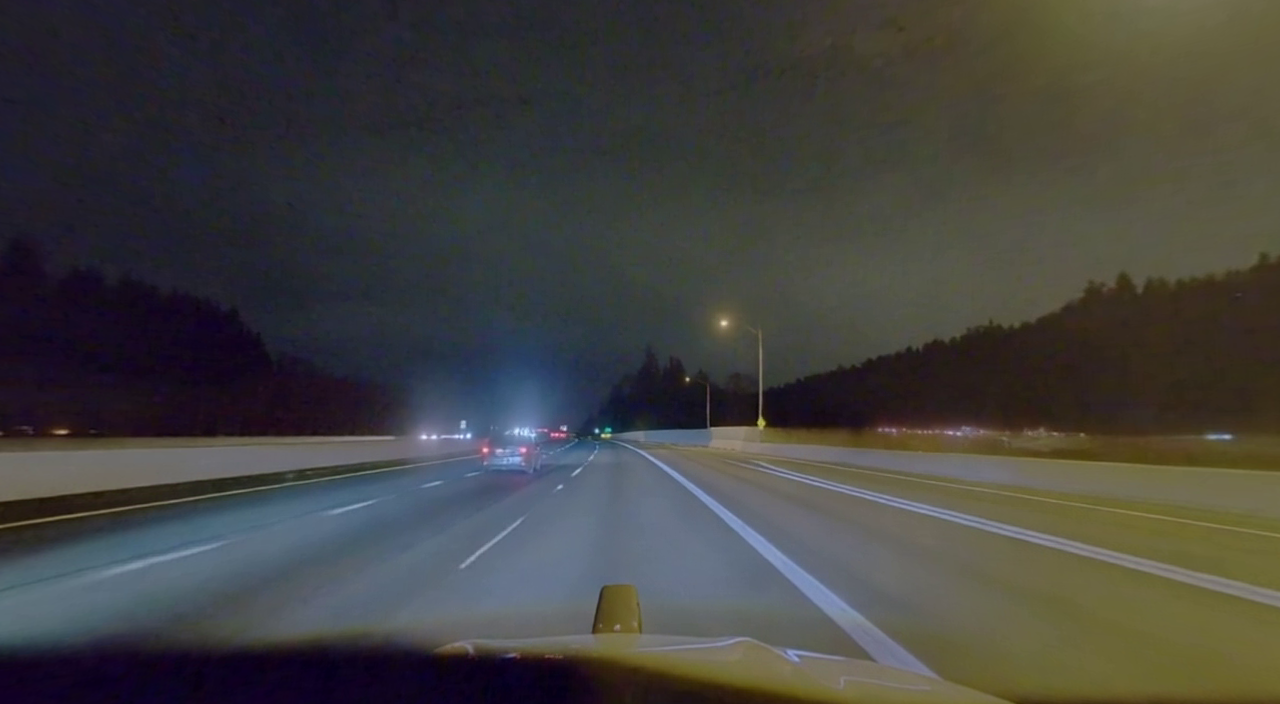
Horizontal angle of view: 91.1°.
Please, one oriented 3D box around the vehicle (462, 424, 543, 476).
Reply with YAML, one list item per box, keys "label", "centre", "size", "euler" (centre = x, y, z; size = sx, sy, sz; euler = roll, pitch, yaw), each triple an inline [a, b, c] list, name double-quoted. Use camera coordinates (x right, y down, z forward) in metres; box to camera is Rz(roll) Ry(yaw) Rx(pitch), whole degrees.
- label: "vehicle"
  centre: [-4.508, 3.270, 21.192]
  size: [1.878, 1.548, 3.966]
  euler: [0, -8, -1]
